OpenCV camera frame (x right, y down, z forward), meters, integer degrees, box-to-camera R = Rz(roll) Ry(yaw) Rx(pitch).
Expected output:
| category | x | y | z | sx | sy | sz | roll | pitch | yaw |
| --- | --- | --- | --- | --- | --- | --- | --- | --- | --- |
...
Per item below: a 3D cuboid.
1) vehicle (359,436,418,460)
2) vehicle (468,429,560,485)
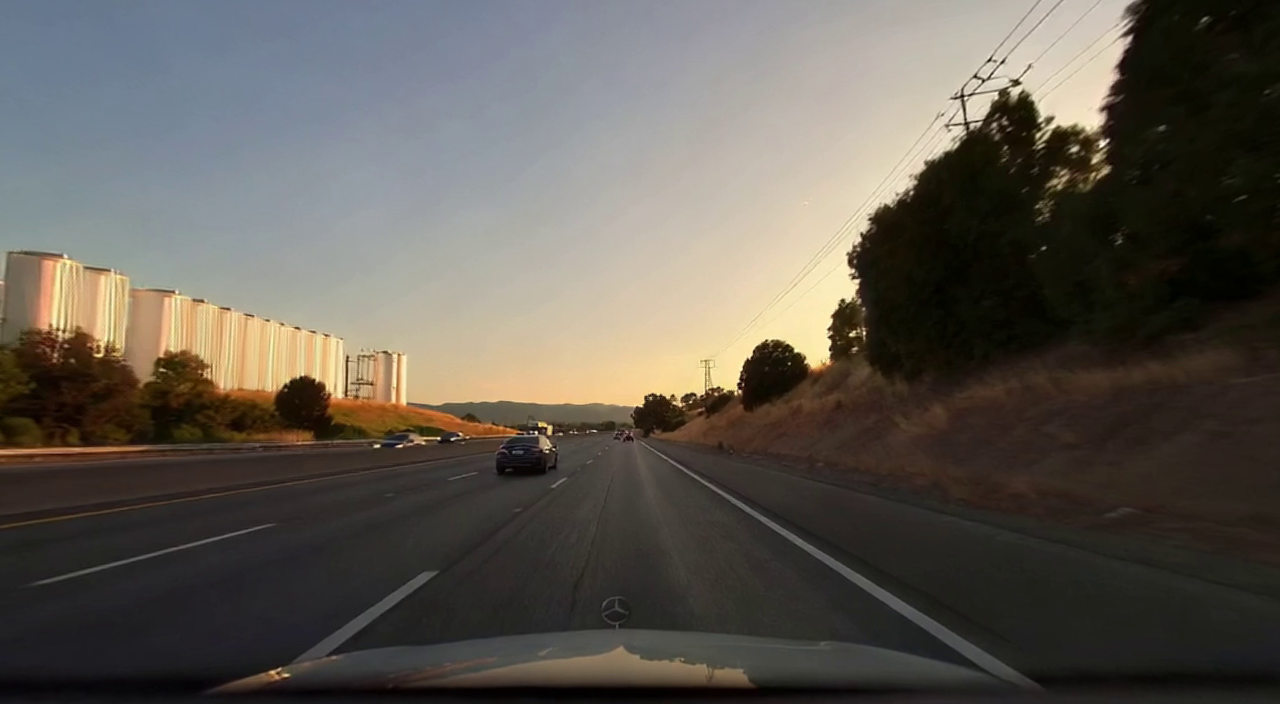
| category | x | y | z | sx | sy | sz | roll | pitch | yaw |
| --- | --- | --- | --- | --- | --- | --- | --- | --- | --- |
| vehicle | -15.955 | 6.082 | 40.215 | 1.888 | 1.445 | 4.482 | 0 | -8 | 0 |
| vehicle | -3.606 | 3.060 | 18.763 | 1.952 | 1.462 | 3.969 | 0 | -8 | 0 |
